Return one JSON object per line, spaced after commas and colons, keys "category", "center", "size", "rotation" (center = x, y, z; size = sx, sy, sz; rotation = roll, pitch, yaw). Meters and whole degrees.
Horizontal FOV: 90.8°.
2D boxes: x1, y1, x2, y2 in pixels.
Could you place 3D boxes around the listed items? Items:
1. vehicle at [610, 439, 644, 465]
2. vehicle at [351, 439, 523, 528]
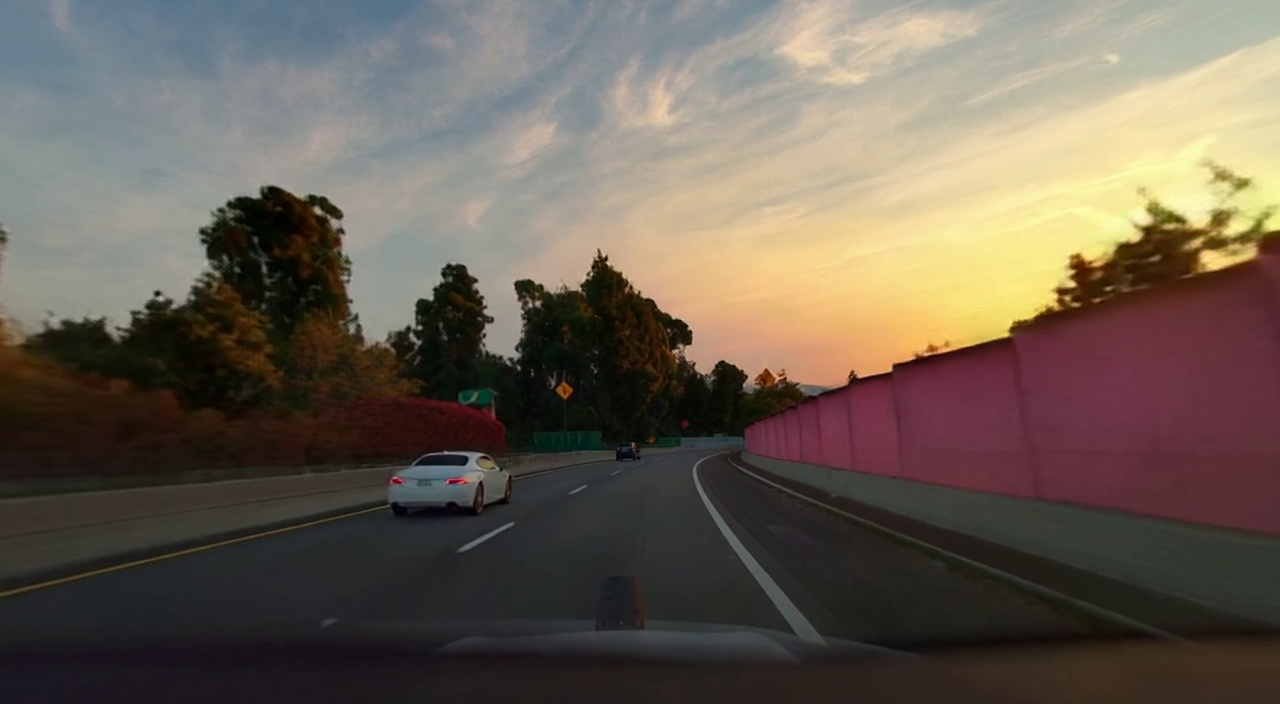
{"category": "vehicle", "center": [-0.864, 6.912, 43.623], "size": [1.833, 1.697, 3.984], "rotation": [-1, -9, 7]}
{"category": "vehicle", "center": [-3.673, 2.447, 12.353], "size": [1.746, 1.405, 4.339], "rotation": [-1, -9, 3]}
